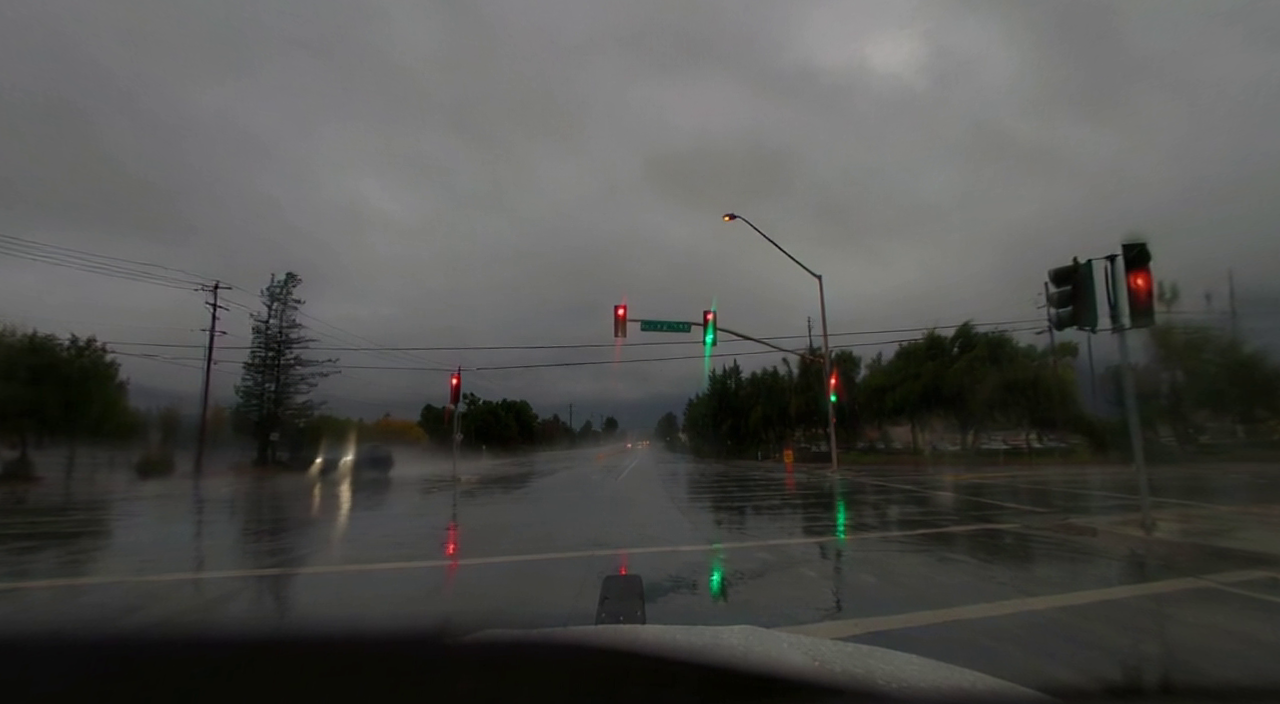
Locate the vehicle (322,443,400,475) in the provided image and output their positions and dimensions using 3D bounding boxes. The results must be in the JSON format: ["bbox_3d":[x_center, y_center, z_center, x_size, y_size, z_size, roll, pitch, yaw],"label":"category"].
[{"bbox_3d":[-14.518,5.554,33.154,1.893,1.547,4.283,-1,-8,4],"label":"vehicle"}]
